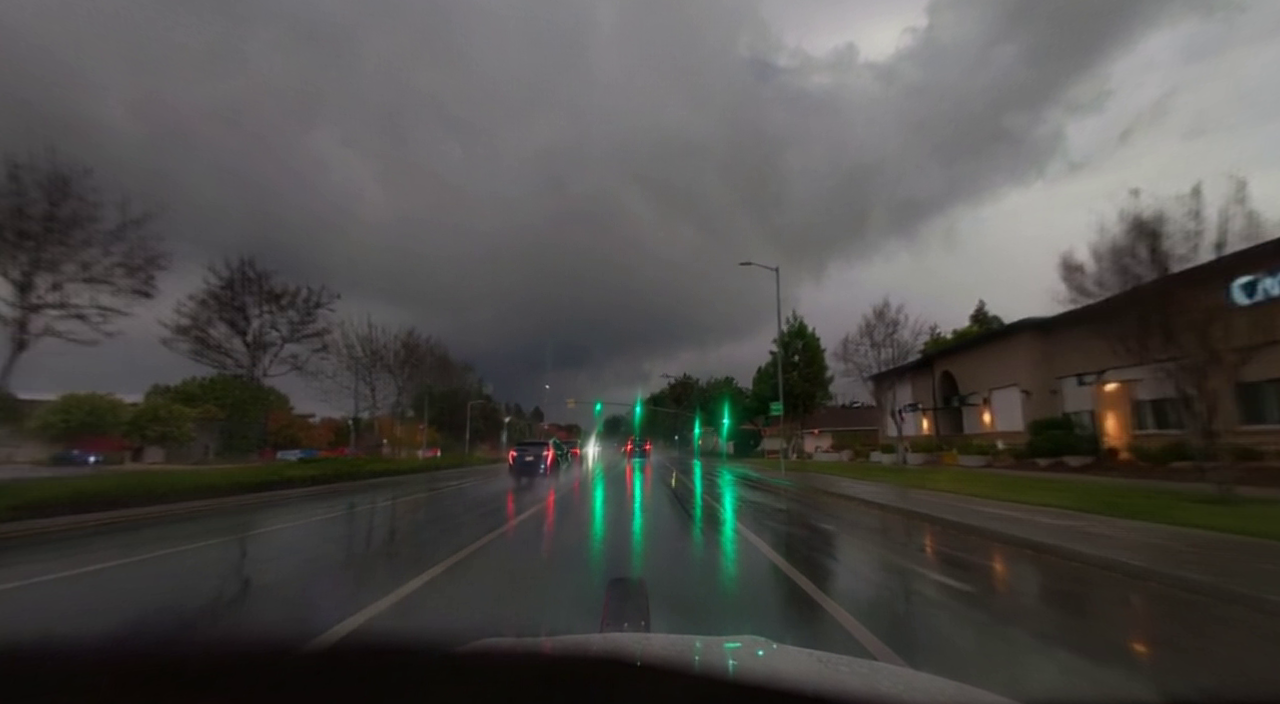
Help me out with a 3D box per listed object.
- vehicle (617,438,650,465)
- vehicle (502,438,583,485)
[{"bbox_3d":[-0.420,6.837,43.442,2.153,1.764,4.047,0,-8,0],"label":"vehicle"},{"bbox_3d":[-3.278,3.772,22.146,2.015,1.470,4.458,0,-8,1],"label":"vehicle"}]
